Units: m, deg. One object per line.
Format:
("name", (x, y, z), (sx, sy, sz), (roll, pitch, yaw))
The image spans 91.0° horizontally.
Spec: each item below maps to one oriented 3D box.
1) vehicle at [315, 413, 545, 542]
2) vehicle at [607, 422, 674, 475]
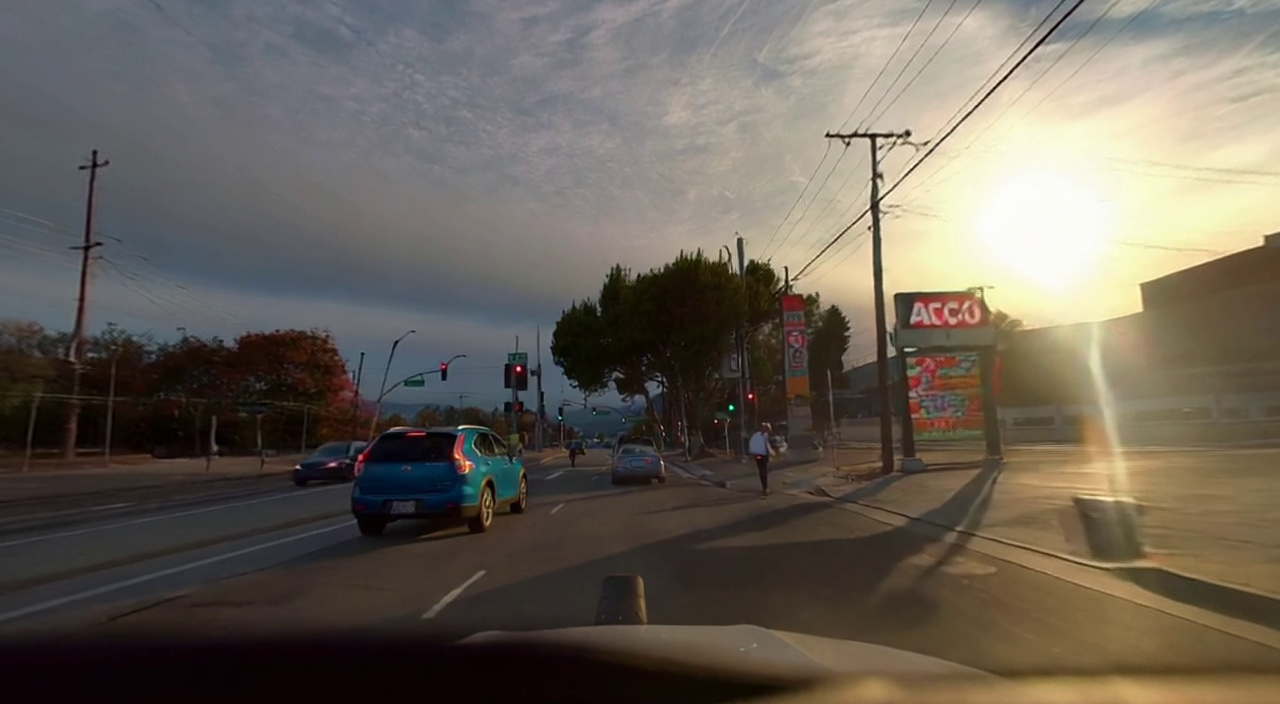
("vehicle", (-3.233, 2.075, 11.062), (2.247, 1.734, 4.919), (0, -8, 1))
("vehicle", (-0.065, 4.099, 26.914), (2.552, 1.999, 5.498), (0, -8, -2))
